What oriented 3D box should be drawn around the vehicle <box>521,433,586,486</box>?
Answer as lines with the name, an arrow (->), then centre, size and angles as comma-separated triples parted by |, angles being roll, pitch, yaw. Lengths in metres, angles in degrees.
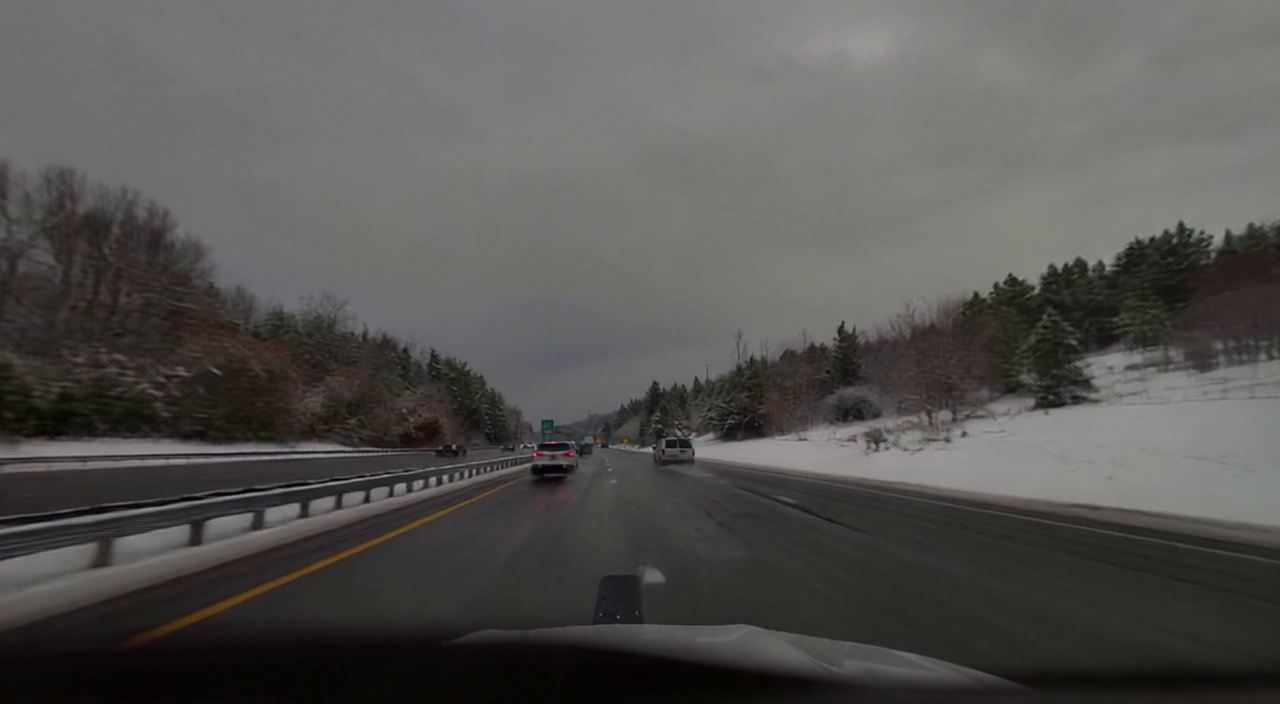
vehicle -> -3.042, 3.885, 22.910 | 1.963, 1.711, 4.284 | 0, -9, -3

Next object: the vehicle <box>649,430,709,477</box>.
vehicle -> 1.671, 4.599, 28.588 | 2.179, 1.930, 4.538 | 0, -9, -3
